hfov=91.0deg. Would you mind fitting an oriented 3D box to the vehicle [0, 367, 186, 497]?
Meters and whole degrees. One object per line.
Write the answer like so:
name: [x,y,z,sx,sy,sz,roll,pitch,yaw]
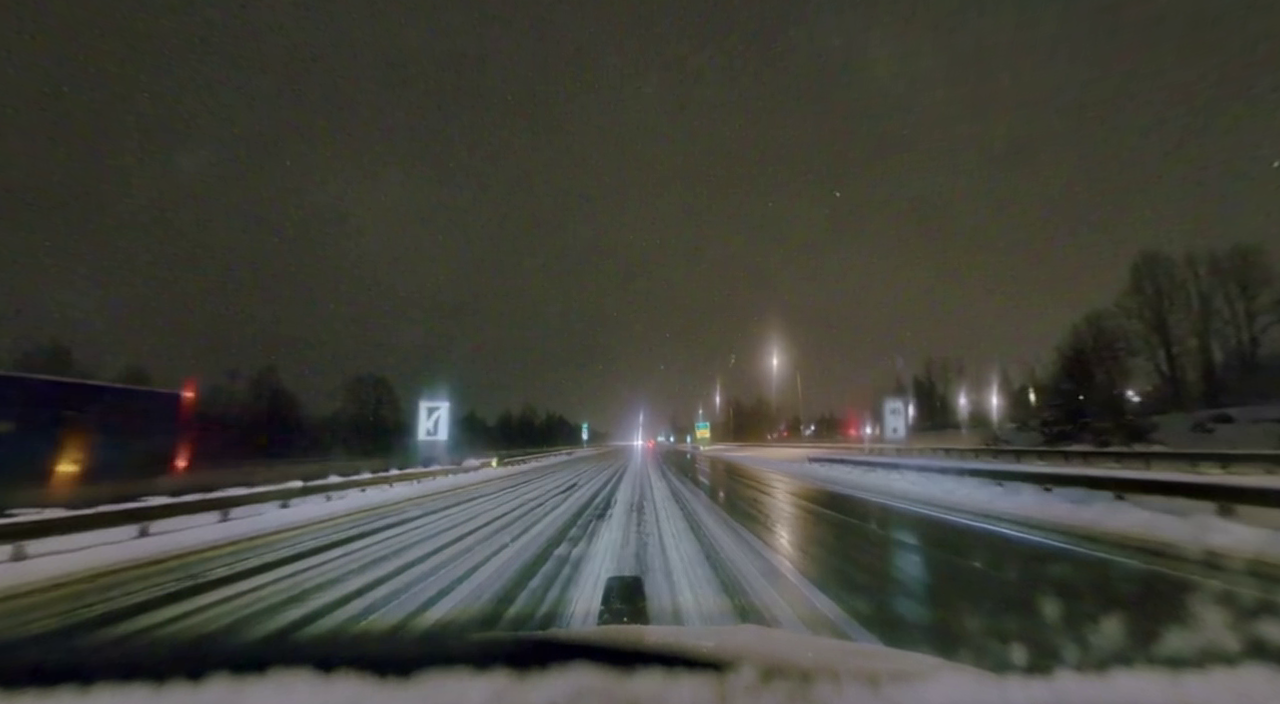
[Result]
vehicle: [-21.048,2.539,19.805,3.001,3.922,14.097,0,-8,0]
